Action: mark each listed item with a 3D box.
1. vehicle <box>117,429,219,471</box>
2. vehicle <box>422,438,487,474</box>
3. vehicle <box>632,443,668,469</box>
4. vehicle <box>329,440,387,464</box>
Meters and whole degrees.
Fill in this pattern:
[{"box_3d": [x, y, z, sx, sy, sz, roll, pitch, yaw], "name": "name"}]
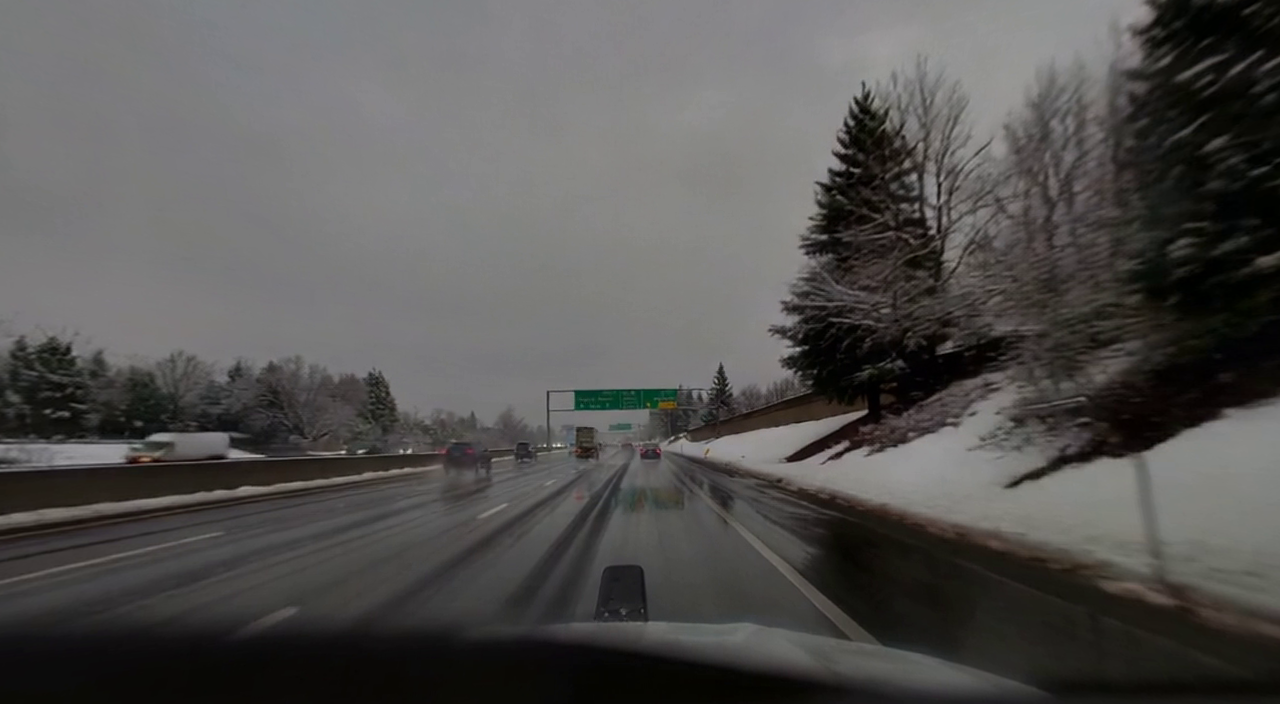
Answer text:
[{"box_3d": [-30.687, 6.371, 41.360, 2.261, 2.501, 5.877, 0, -8, -2], "name": "vehicle"}, {"box_3d": [-8.851, 4.964, 30.448, 1.954, 1.605, 4.023, 0, -8, -1], "name": "vehicle"}, {"box_3d": [0.638, 6.401, 39.025, 2.137, 1.461, 3.999, 0, -8, 1], "name": "vehicle"}, {"box_3d": [-19.378, 6.867, 43.509, 1.870, 1.567, 4.567, 0, -8, 0], "name": "vehicle"}]
